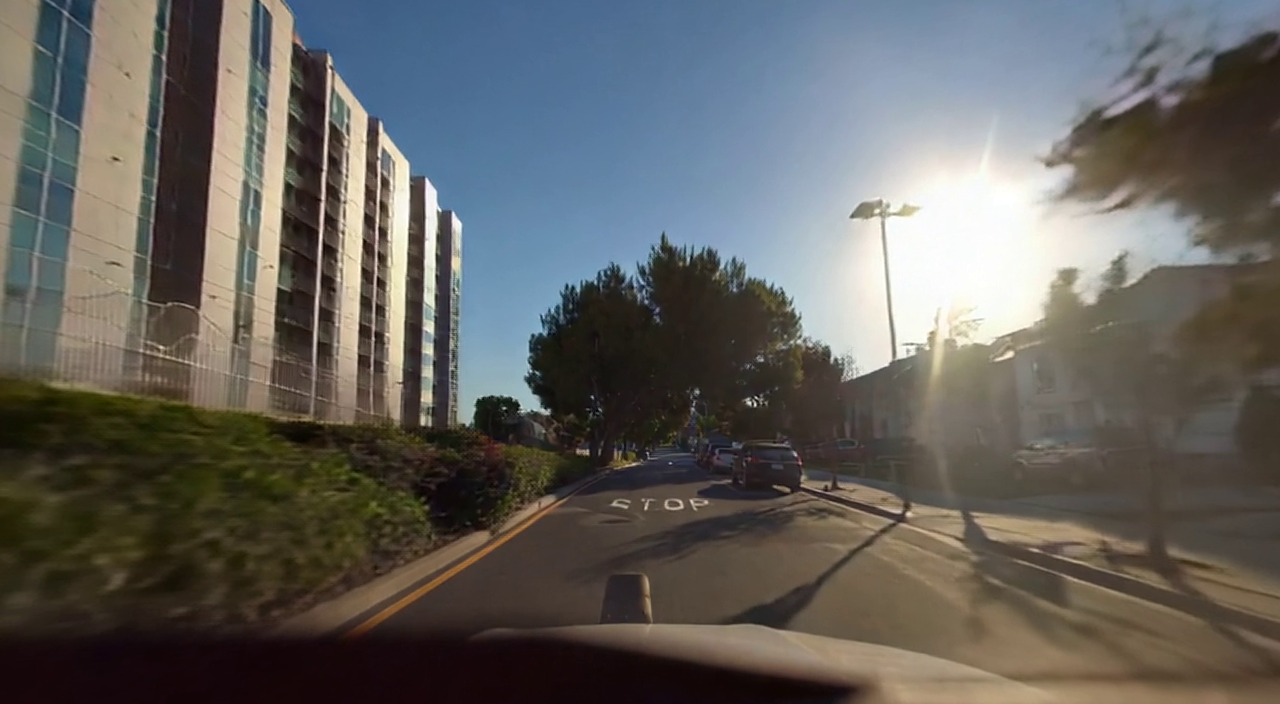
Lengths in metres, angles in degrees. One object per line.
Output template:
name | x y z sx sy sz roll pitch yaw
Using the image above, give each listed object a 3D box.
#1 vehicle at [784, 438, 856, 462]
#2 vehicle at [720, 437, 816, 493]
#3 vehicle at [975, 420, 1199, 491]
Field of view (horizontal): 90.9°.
vehicle | 11.897 6.498 41.947 4.163 1.471 1.914 -1 -9 -1
vehicle | 3.757 3.406 19.383 2.024 1.475 4.565 0 -9 0
vehicle | 10.497 2.499 15.438 1.997 1.430 4.986 0 -9 2
